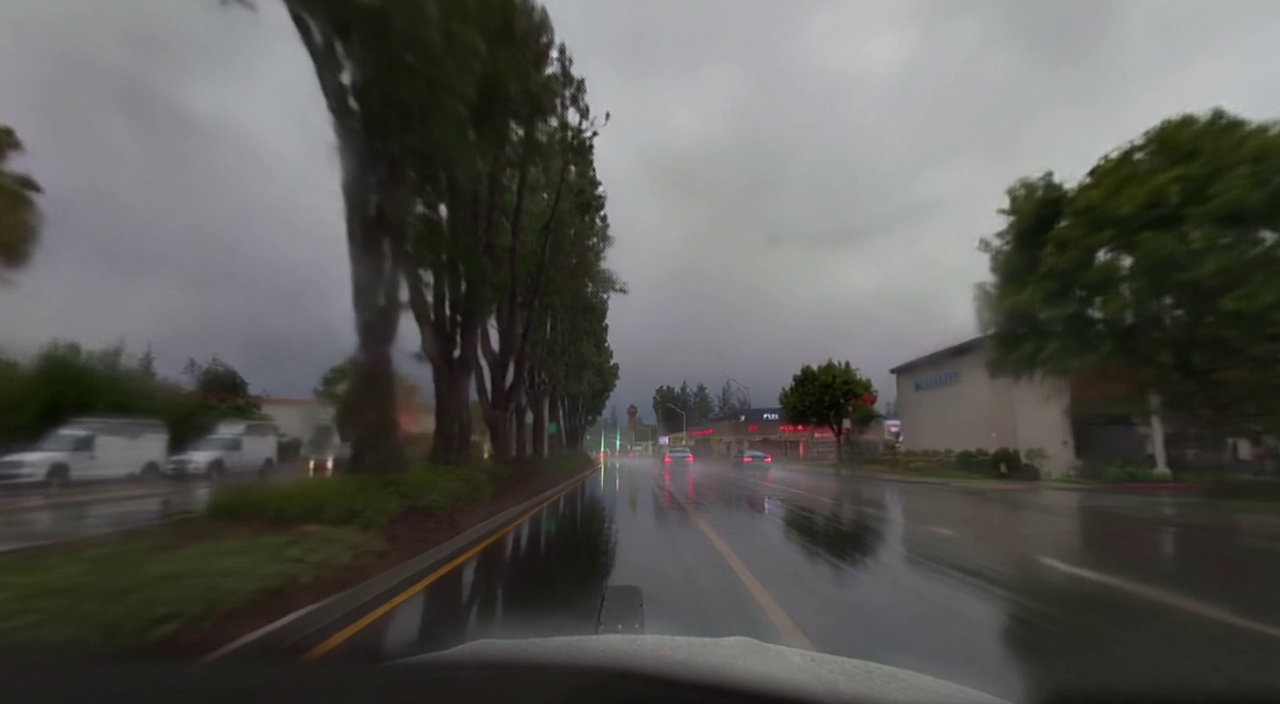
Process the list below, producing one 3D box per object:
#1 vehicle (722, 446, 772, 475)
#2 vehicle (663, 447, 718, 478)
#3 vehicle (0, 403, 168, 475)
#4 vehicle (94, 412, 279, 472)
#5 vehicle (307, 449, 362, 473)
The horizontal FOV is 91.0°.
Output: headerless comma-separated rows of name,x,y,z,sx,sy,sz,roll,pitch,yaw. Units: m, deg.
vehicle,5.962,6.087,35.504,1.886,1.528,4.169,1,-9,-3
vehicle,2.493,5.617,32.318,2.256,1.451,4.313,1,-9,-3
vehicle,-26.922,4.110,29.470,6.822,3.138,2.979,3,-9,-17
vehicle,-26.462,5.355,37.216,8.121,3.260,2.889,2,-9,-12
vehicle,-20.181,7.218,41.785,1.730,1.516,3.847,0,-9,-1
